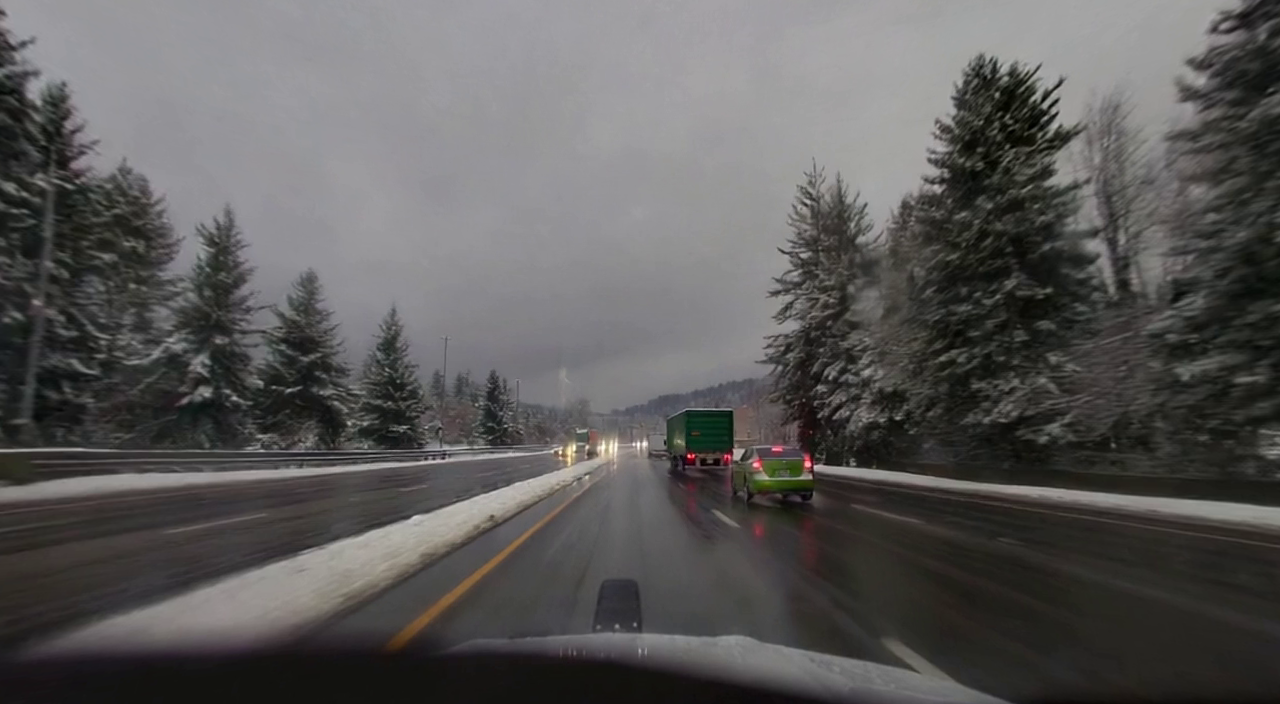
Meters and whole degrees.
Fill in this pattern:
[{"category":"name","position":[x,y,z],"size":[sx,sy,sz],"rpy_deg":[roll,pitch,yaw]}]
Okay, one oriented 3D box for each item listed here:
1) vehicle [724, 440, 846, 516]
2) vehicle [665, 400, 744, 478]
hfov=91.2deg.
[{"category":"vehicle","position":[3.300,2.932,15.114],"size":[1.971,1.558,3.834],"rpy_deg":[0,-9,-1]},{"category":"vehicle","position":[3.285,5.157,36.568],"size":[2.916,3.563,14.462],"rpy_deg":[0,-9,-1]}]
